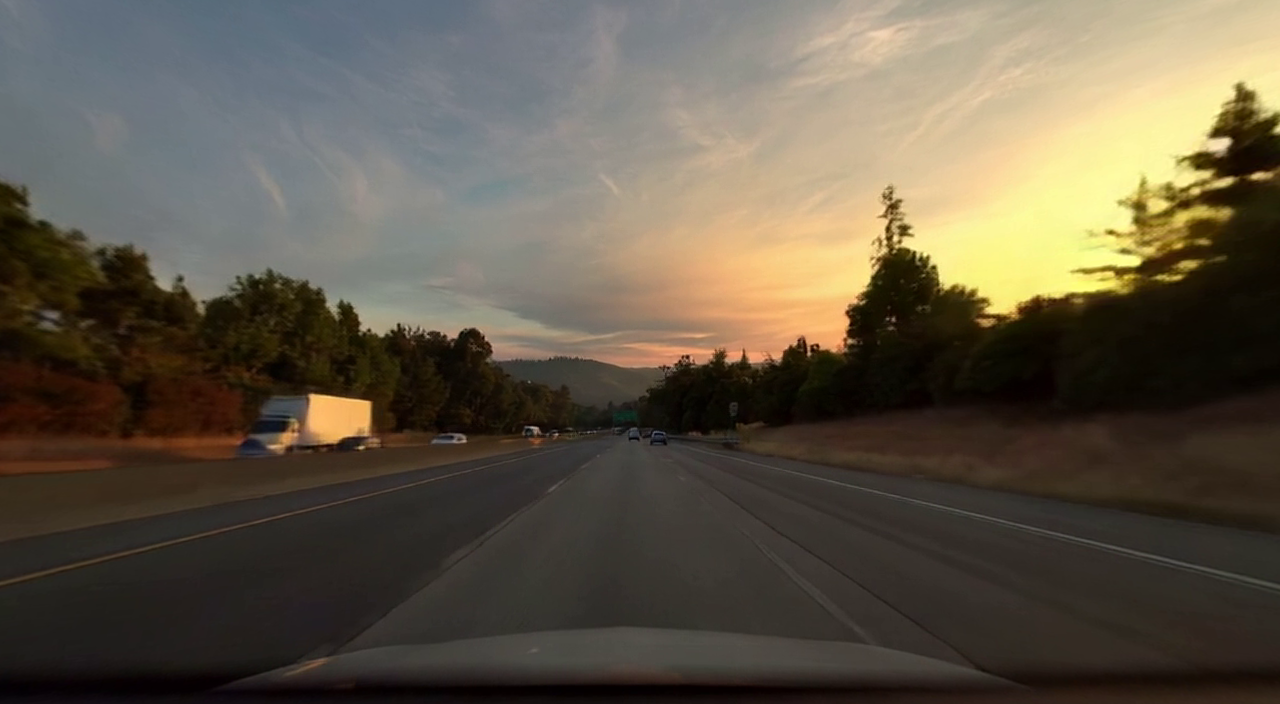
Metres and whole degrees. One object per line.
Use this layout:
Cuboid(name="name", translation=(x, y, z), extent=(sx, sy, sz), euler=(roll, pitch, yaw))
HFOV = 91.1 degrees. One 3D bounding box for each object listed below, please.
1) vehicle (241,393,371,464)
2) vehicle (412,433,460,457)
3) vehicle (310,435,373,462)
Cuboid(name="vehicle", translation=(-20.983, 4.970, 40.543), extent=(2.969, 4.008, 10.131), euler=(0, -8, -1))
Cuboid(name="vehicle", translation=(-13.121, 5.998, 40.637), extent=(1.663, 1.464, 4.353), euler=(0, -8, -1))
Cuboid(name="vehicle", translation=(-17.243, 5.588, 36.516), extent=(1.838, 1.470, 3.701), euler=(0, -8, -1))
